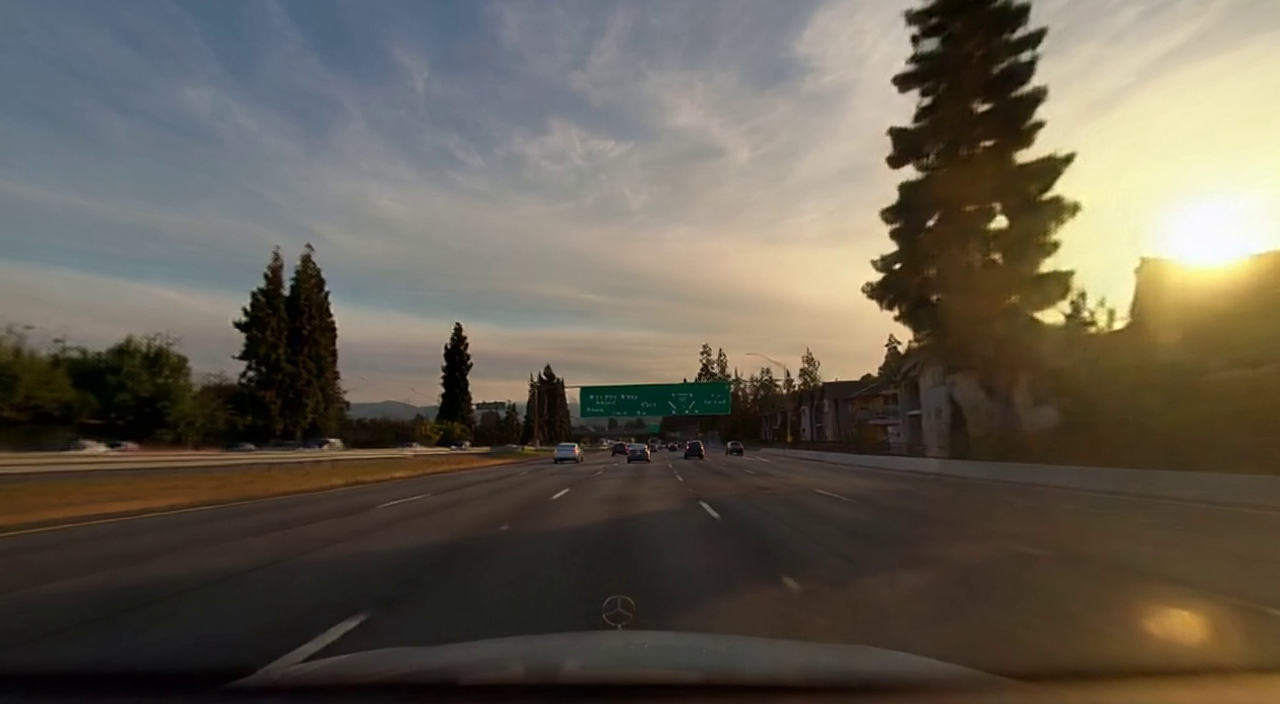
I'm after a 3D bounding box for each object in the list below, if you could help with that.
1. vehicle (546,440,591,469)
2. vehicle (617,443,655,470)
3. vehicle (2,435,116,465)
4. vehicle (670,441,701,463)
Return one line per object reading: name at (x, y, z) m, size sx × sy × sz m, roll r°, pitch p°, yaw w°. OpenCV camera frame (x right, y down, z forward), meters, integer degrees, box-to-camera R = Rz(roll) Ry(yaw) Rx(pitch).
vehicle at (-4.468, 6.473, 40.174) m, size 2.260 × 1.706 × 4.177 m, roll 0°, pitch -8°, yaw 1°
vehicle at (-0.235, 6.112, 37.348) m, size 2.146 × 1.485 × 4.332 m, roll 0°, pitch -8°, yaw 0°
vehicle at (-38.269, 6.487, 41.952) m, size 2.353 × 1.858 × 5.435 m, roll 0°, pitch -8°, yaw 0°
vehicle at (3.481, 7.753, 49.312) m, size 2.084 × 1.624 × 3.935 m, roll 0°, pitch -8°, yaw 0°
